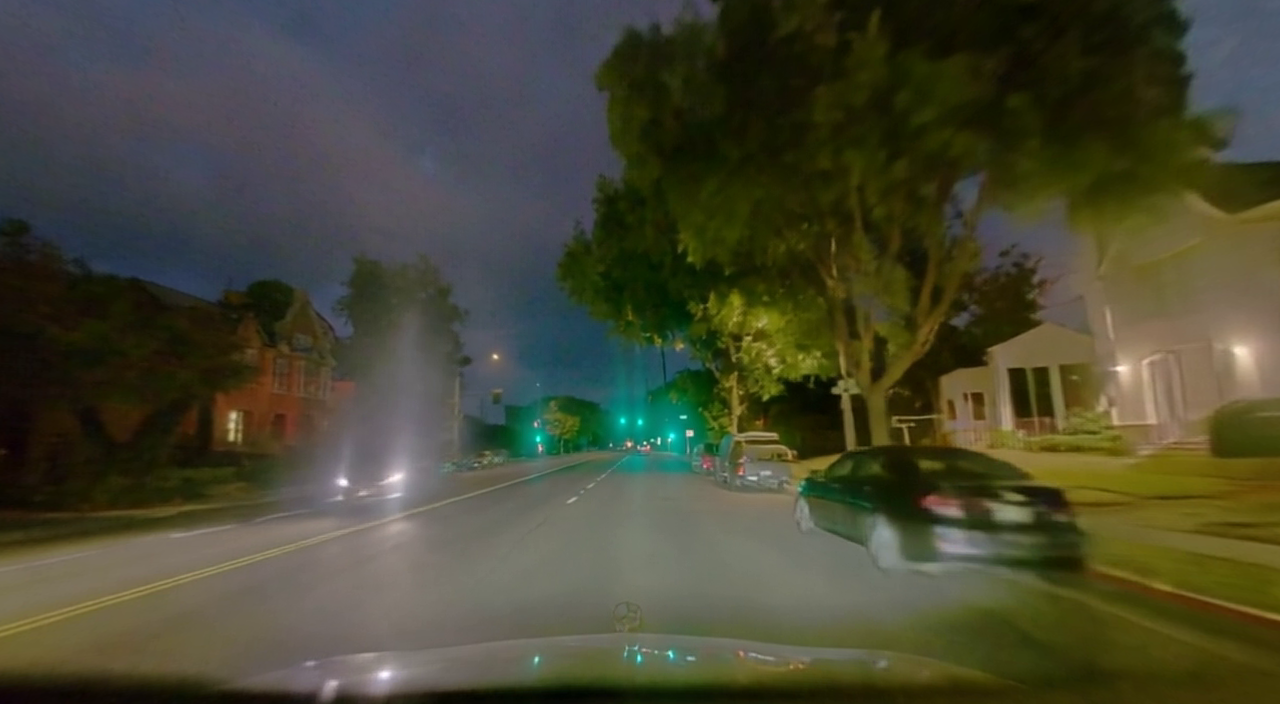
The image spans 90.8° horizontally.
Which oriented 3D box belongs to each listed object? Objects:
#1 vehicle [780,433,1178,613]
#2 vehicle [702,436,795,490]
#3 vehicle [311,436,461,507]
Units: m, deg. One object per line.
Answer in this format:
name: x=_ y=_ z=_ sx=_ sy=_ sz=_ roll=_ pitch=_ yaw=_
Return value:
vehicle: x=3.430 y=1.830 z=7.938 sx=2.158 sy=1.477 sz=5.135 roll=-1 pitch=-9 yaw=0
vehicle: x=3.449 y=3.647 z=21.172 sx=2.034 sy=1.551 sz=5.272 roll=0 pitch=-9 yaw=-2
vehicle: x=-7.132 y=3.403 z=18.554 sx=2.120 sy=1.726 sz=5.445 roll=-1 pitch=-8 yaw=0
